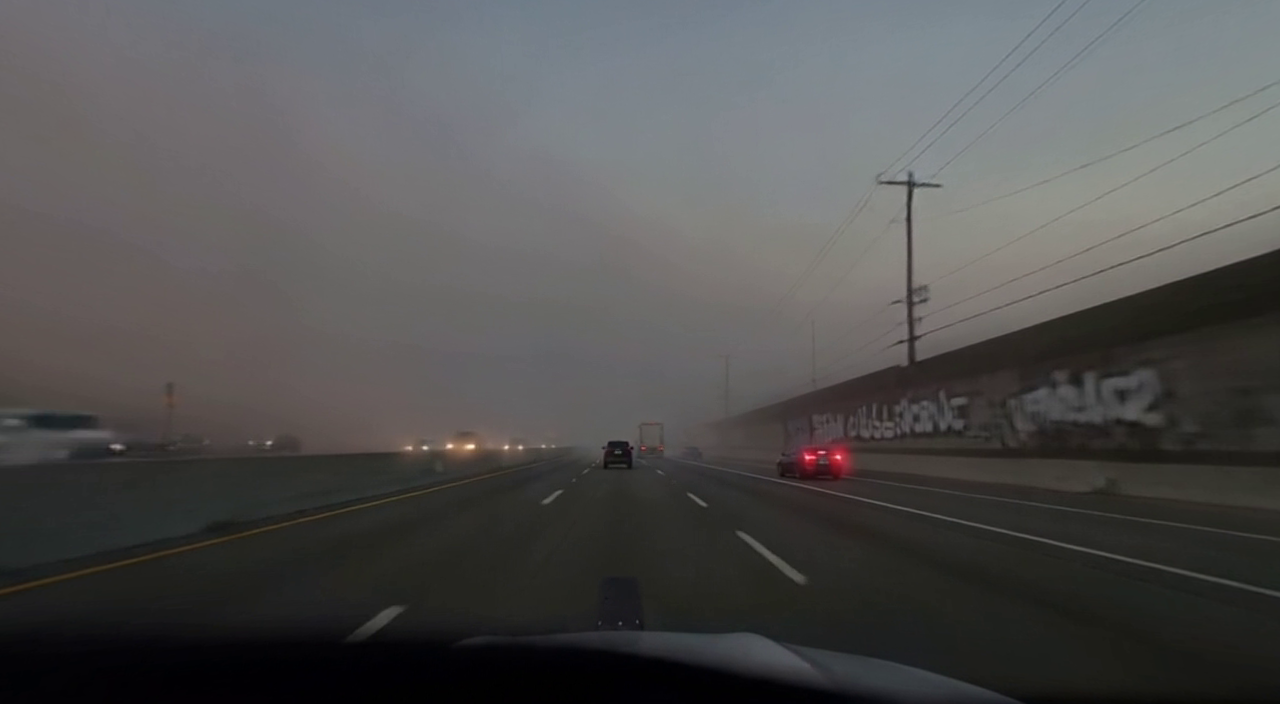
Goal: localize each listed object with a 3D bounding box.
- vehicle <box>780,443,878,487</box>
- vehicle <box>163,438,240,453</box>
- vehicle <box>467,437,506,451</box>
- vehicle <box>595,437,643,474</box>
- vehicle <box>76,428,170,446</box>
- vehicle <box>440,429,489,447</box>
[{"bbox_3d":[6.908,4.161,23.680,2.018,1.451,4.762,0,-9,-3],"label":"vehicle"},{"bbox_3d":[-32.014,6.845,46.255,4.477,1.085,1.982,5,-10,-32],"label":"vehicle"},{"bbox_3d":[-11.091,6.723,45.917,1.884,0.990,3.895,0,-9,0],"label":"vehicle"},{"bbox_3d":[-1.010,5.005,30.699,2.191,1.685,3.353,0,-9,-2],"label":"vehicle"},{"bbox_3d":[-32.269,5.338,39.607,4.287,1.030,2.050,5,-10,-31],"label":"vehicle"},{"bbox_3d":[-11.451,5.673,41.552,2.021,1.111,4.395,0,-9,-1],"label":"vehicle"}]
